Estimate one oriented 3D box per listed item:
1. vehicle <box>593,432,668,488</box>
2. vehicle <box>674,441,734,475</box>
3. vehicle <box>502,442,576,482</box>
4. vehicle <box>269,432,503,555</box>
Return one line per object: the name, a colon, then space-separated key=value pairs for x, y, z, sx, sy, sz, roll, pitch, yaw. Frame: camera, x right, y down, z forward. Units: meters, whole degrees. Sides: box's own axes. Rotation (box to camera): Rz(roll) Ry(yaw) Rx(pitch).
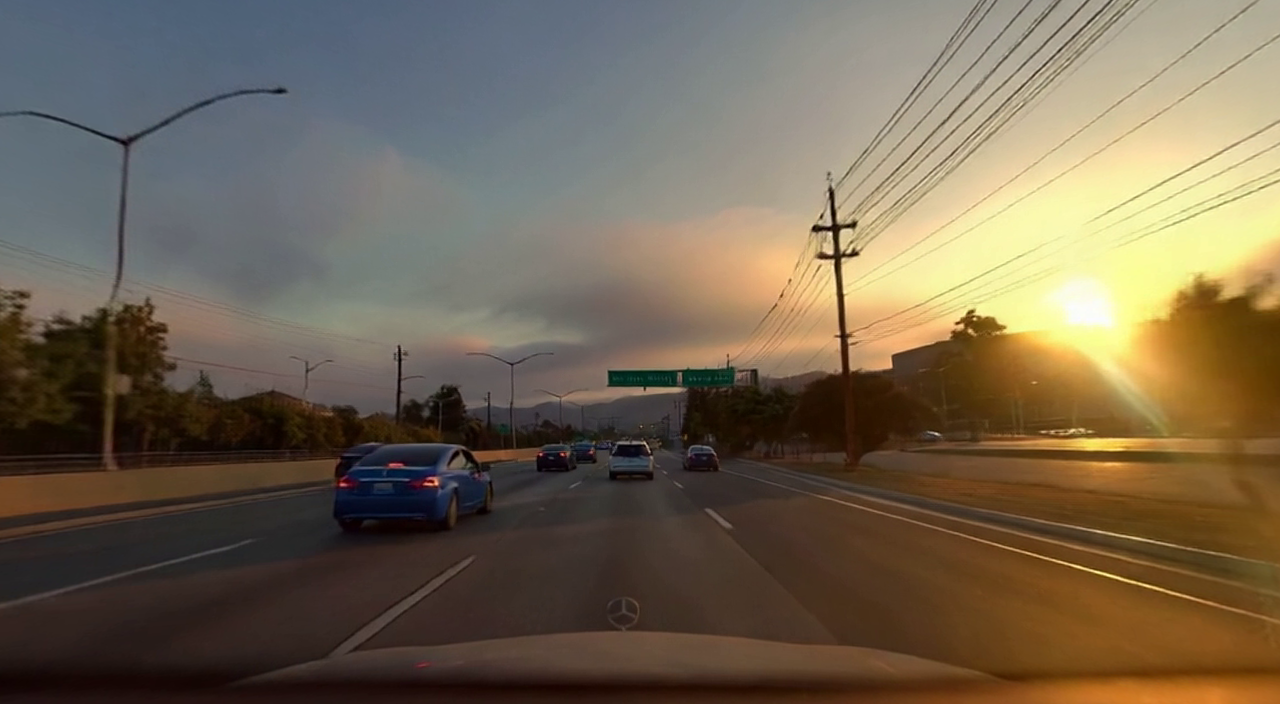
vehicle: x=-0.318 y=3.631 z=21.571 sx=2.284 sy=1.699 sz=4.168 roll=0 pitch=-8 yaw=-1
vehicle: x=2.902 y=4.925 z=29.714 sx=2.197 sy=1.464 sz=4.356 roll=0 pitch=-8 yaw=-2
vehicle: x=-3.898 y=4.333 z=25.235 sx=2.203 sy=1.425 sz=4.610 roll=0 pitch=-8 yaw=0
vehicle: x=-3.540 y=2.035 z=9.883 sx=1.958 sy=1.447 sz=4.454 roll=0 pitch=-8 yaw=-2
